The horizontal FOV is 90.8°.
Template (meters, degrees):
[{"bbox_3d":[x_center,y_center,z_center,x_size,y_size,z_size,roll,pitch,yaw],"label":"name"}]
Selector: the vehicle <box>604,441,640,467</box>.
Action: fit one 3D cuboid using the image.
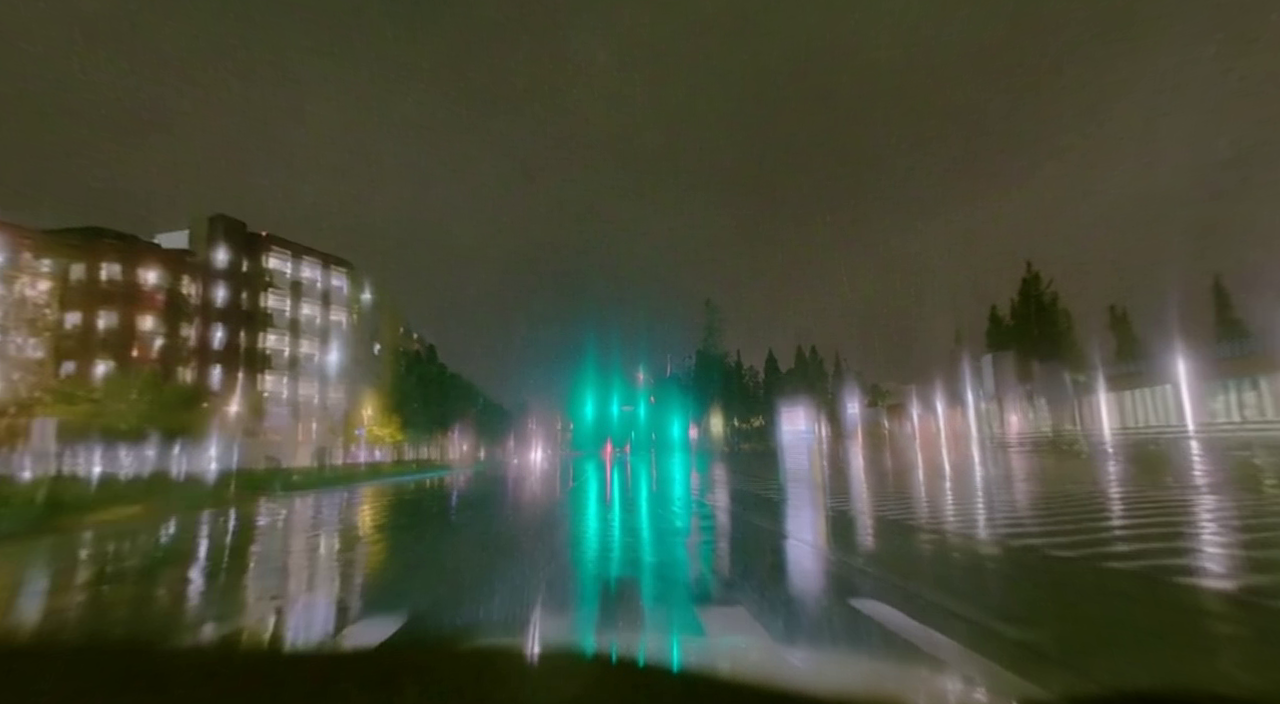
[{"bbox_3d":[-1.117,6.253,39.006,2.131,1.474,4.146,0,-8,-2],"label":"vehicle"}]
